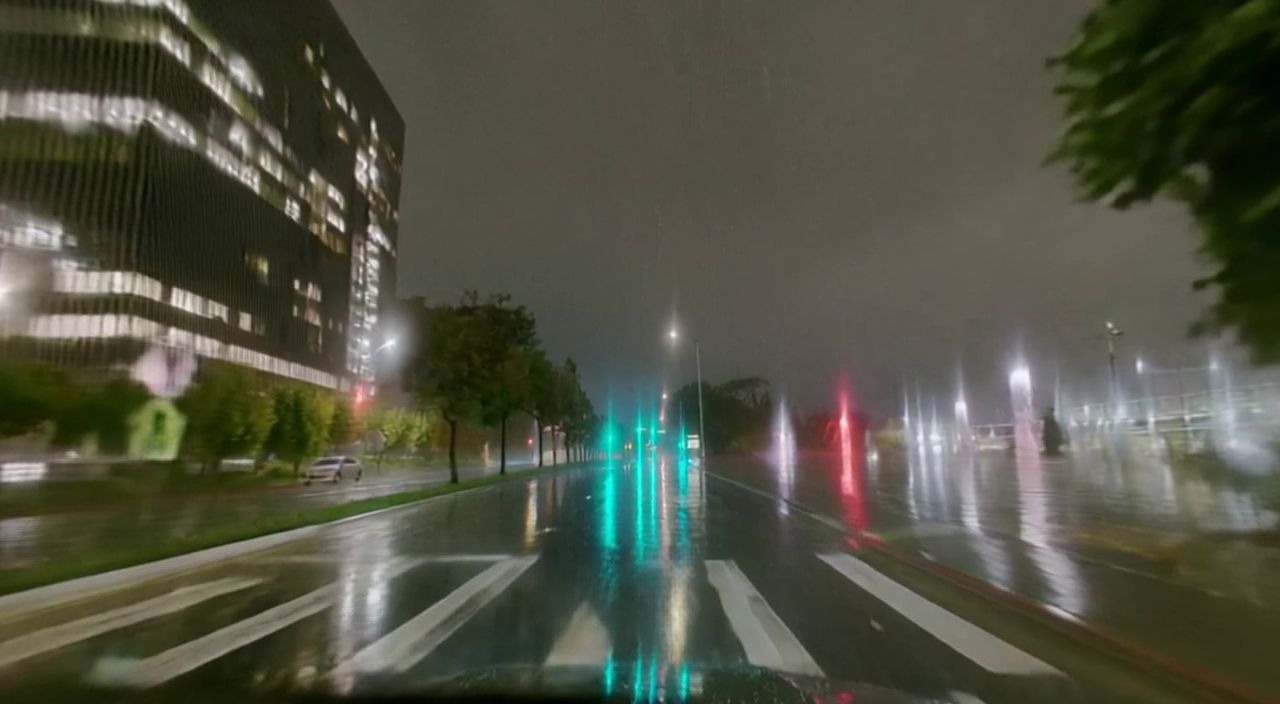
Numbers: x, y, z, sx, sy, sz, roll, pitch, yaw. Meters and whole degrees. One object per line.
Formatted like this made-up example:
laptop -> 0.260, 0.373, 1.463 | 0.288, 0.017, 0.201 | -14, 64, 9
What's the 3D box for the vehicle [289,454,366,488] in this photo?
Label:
vehicle -> -16.611, 6.328, 33.755 | 1.807, 1.570, 4.557 | -2, -9, 0
